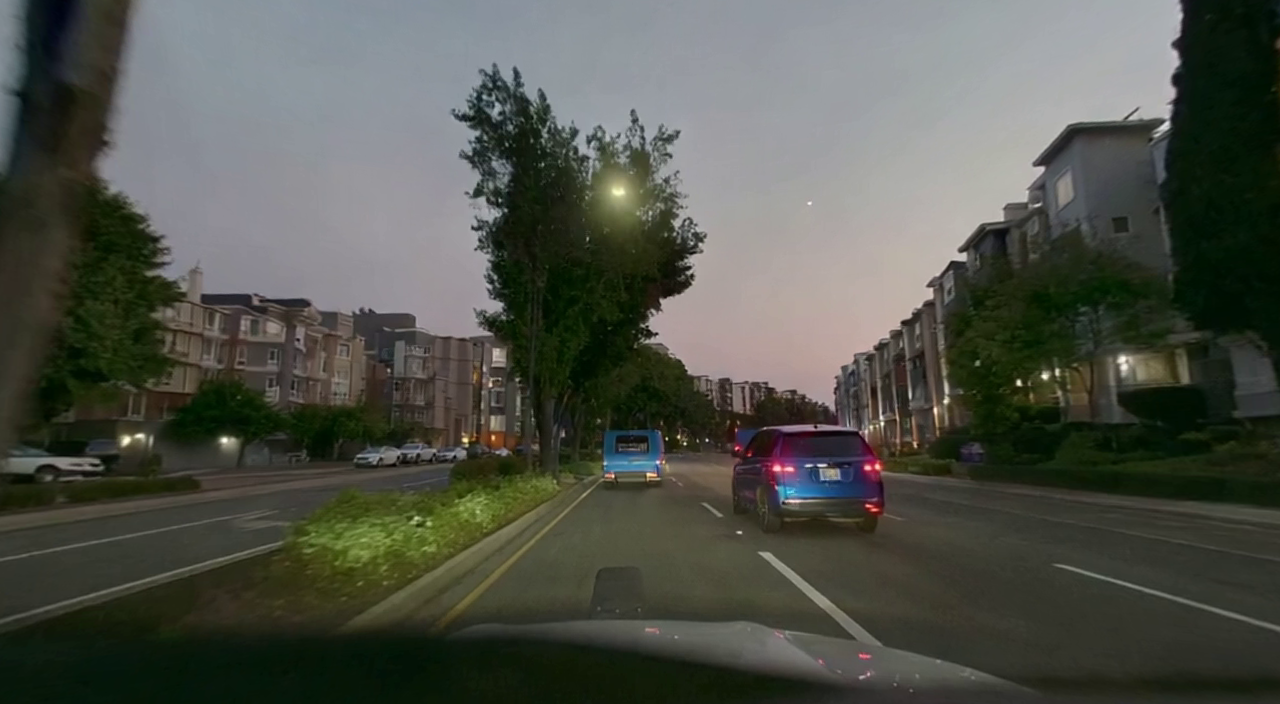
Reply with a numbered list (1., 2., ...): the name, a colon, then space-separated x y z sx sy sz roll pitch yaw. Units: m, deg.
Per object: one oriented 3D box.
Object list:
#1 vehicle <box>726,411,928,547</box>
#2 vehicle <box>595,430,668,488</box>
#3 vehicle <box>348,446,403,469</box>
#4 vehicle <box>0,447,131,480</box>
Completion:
1. vehicle: 2.843 2.062 10.862 2.033 1.823 4.409 0 -9 -1
2. vehicle: -0.227 3.819 22.894 2.345 1.841 5.032 0 -9 1
3. vehicle: -18.522 7.437 44.478 1.954 1.570 4.828 0 -10 -2
4. vehicle: -32.657 6.238 35.543 5.796 1.749 2.493 0 -9 0
